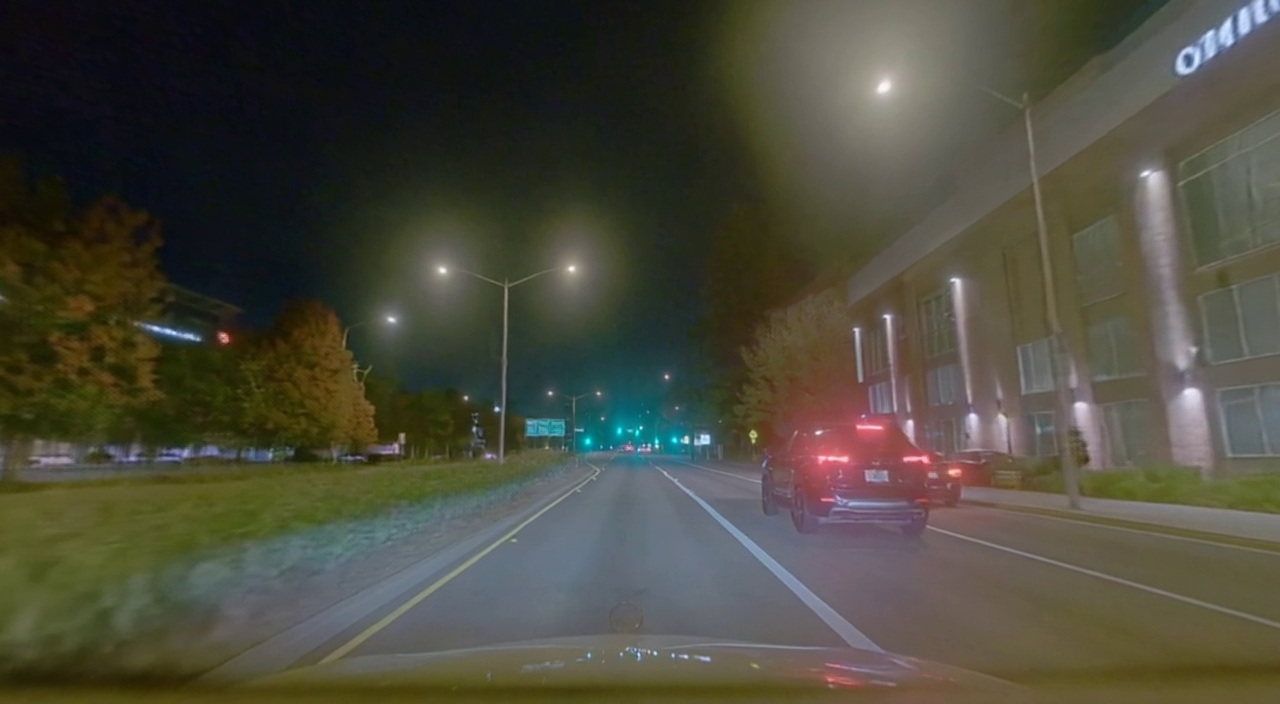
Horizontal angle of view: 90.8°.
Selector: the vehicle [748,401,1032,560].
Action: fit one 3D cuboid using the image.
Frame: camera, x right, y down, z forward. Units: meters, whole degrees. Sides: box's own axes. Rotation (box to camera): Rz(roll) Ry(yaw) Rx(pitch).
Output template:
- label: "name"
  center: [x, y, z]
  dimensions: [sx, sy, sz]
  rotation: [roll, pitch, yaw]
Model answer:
- label: "vehicle"
  center: [3.587, 1.998, 10.572]
  dimensions: [2.505, 1.971, 5.162]
  rotation: [0, -9, -1]
